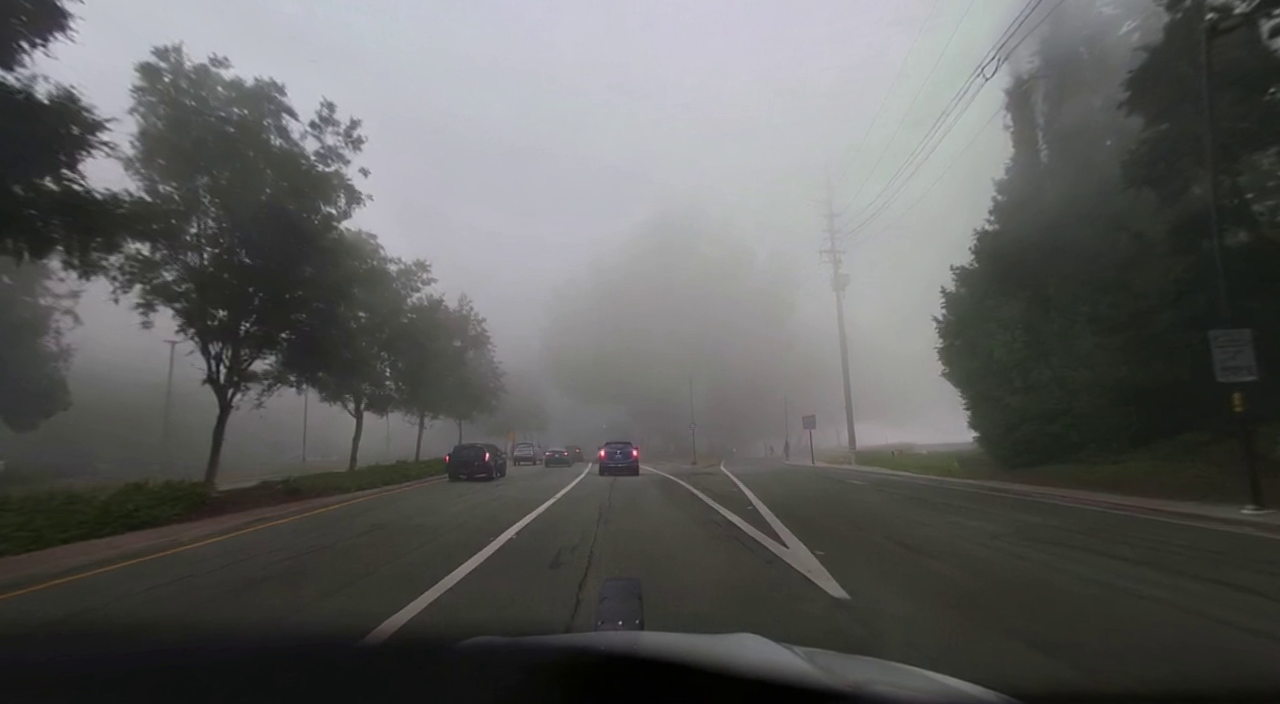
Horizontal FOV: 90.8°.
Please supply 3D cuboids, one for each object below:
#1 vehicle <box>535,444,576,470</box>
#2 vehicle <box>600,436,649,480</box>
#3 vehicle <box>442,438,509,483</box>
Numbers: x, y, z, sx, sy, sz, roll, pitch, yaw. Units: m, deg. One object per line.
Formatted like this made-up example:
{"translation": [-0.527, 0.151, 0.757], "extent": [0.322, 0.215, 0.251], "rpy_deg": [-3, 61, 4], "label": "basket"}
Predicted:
{"translation": [-5.082, 6.343, 38.381], "extent": [2.087, 1.485, 4.452], "rpy_deg": [0, -8, -3], "label": "vehicle"}
{"translation": [-0.737, 4.651, 27.981], "extent": [2.012, 1.769, 3.897], "rpy_deg": [0, -8, -3], "label": "vehicle"}
{"translation": [-6.504, 4.320, 25.445], "extent": [1.860, 1.634, 4.089], "rpy_deg": [1, -9, -4], "label": "vehicle"}
